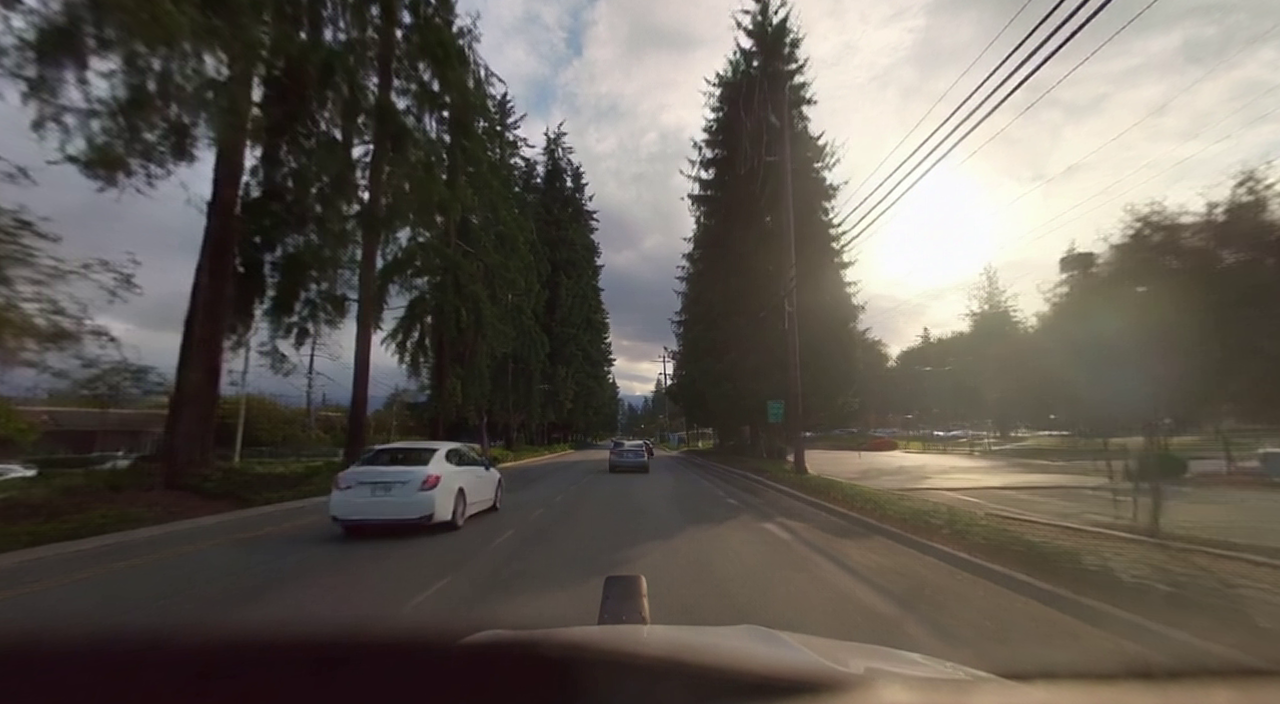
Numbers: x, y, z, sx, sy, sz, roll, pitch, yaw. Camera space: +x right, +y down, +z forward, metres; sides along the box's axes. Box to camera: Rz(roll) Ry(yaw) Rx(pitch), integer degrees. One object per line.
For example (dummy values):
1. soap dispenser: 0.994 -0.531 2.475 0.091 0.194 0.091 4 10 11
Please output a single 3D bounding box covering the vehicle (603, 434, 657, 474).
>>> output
1. vehicle: -0.378 4.087 25.328 1.991 1.463 3.988 0 -8 0
